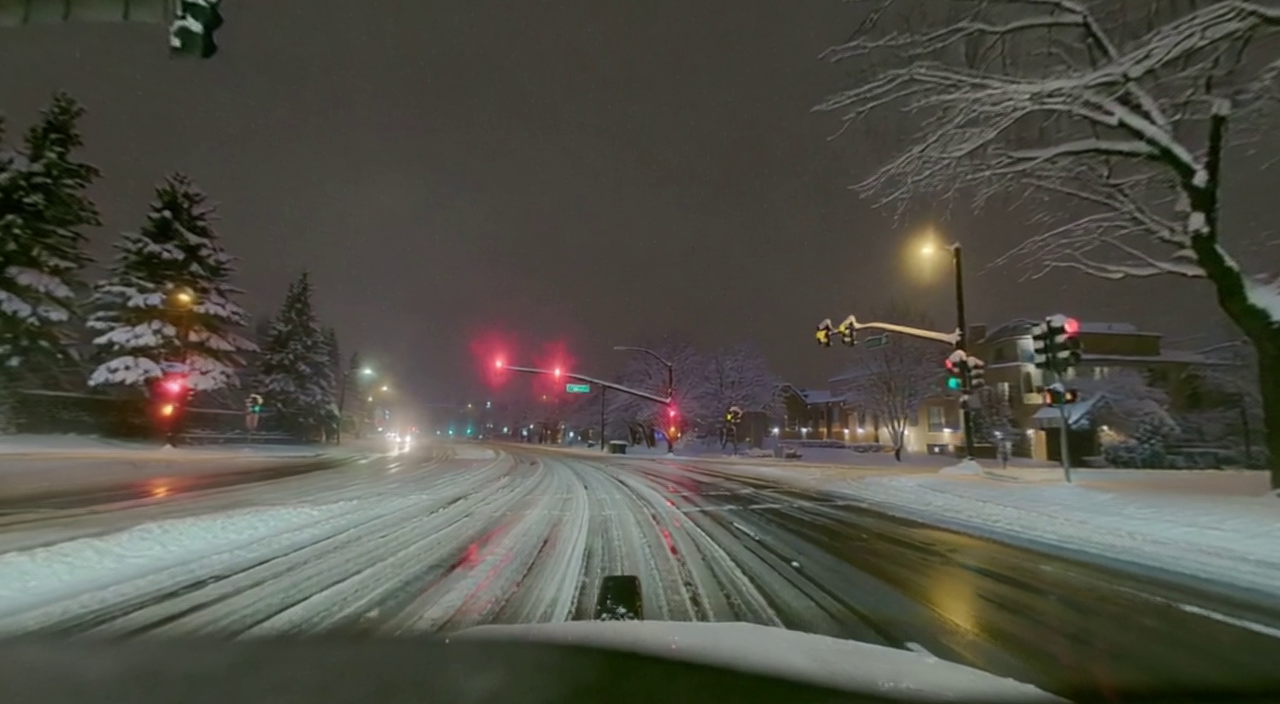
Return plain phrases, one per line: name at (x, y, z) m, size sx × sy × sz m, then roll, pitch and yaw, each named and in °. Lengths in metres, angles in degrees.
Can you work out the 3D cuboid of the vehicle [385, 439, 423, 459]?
vehicle at (-18.157, 7.492, 48.821) m, size 1.969 × 1.464 × 4.485 m, roll 1°, pitch -9°, yaw -10°
